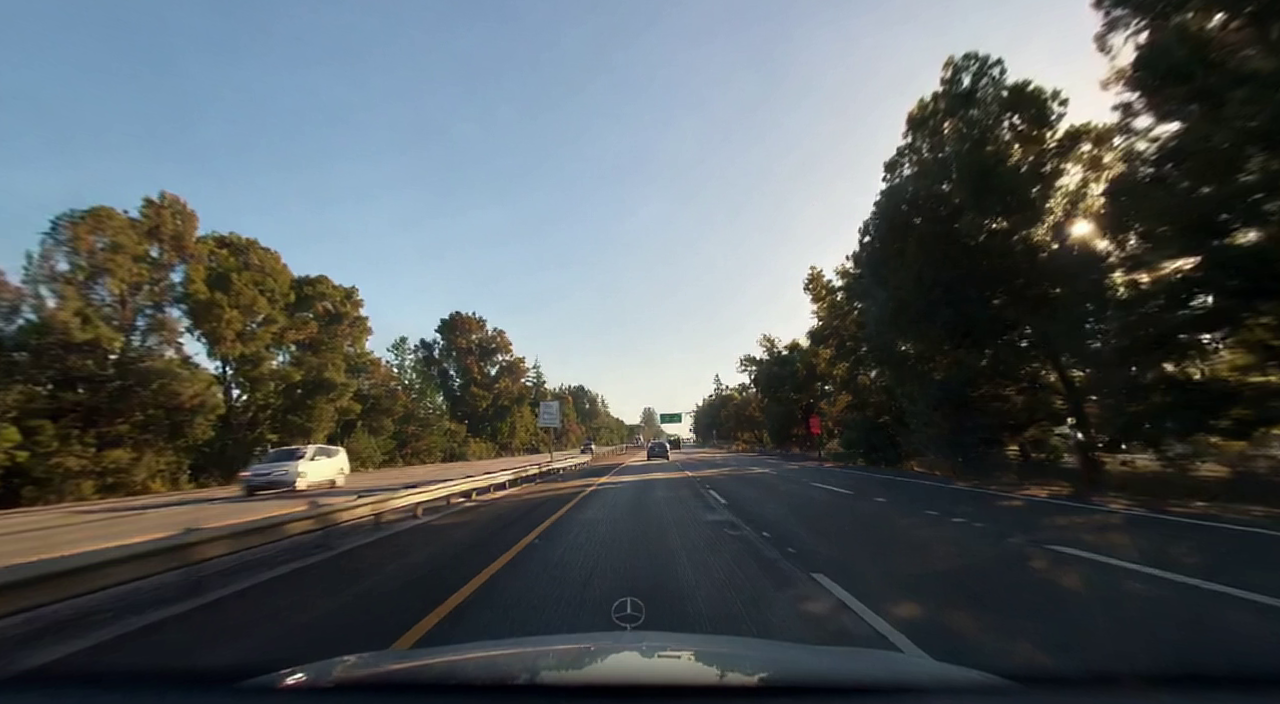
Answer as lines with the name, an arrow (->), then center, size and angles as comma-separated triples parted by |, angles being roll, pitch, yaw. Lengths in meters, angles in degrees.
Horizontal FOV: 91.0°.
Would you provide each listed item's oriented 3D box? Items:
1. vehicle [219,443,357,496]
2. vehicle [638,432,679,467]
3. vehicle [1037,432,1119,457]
vehicle -> -11.373, 3.783, 20.772 | 1.866, 1.511, 4.599 | 0, -8, 1
vehicle -> 1.134, 5.903, 38.204 | 2.301, 1.944, 4.554 | 0, -8, 2
vehicle -> 25.871, 5.494, 37.243 | 3.489, 1.399, 1.702 | -2, -8, 14
